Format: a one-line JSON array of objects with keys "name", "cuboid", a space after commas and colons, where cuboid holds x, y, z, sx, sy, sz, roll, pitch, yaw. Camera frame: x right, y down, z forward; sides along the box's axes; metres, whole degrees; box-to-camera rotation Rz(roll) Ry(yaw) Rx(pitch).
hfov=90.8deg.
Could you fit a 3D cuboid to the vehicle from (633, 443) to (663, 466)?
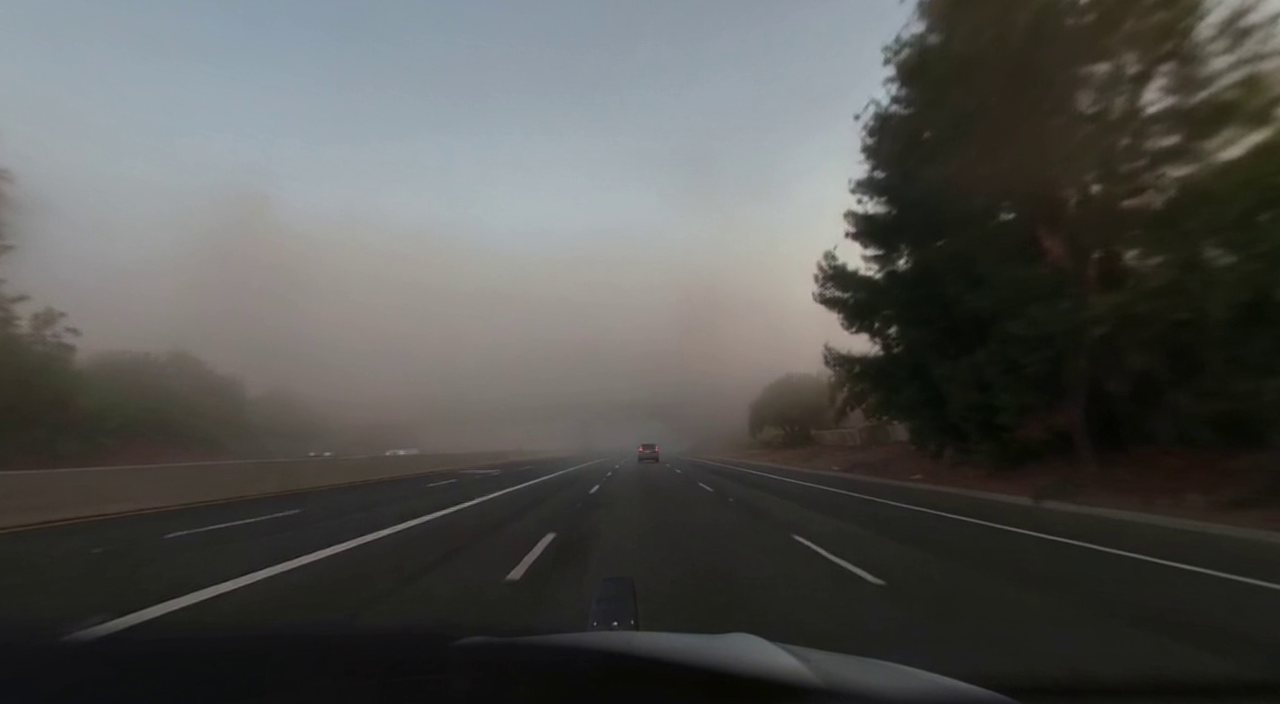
[{"name": "vehicle", "cuboid": [0.509, 7.033, 43.578, 1.970, 1.477, 4.158, 0, -9, -1]}]
